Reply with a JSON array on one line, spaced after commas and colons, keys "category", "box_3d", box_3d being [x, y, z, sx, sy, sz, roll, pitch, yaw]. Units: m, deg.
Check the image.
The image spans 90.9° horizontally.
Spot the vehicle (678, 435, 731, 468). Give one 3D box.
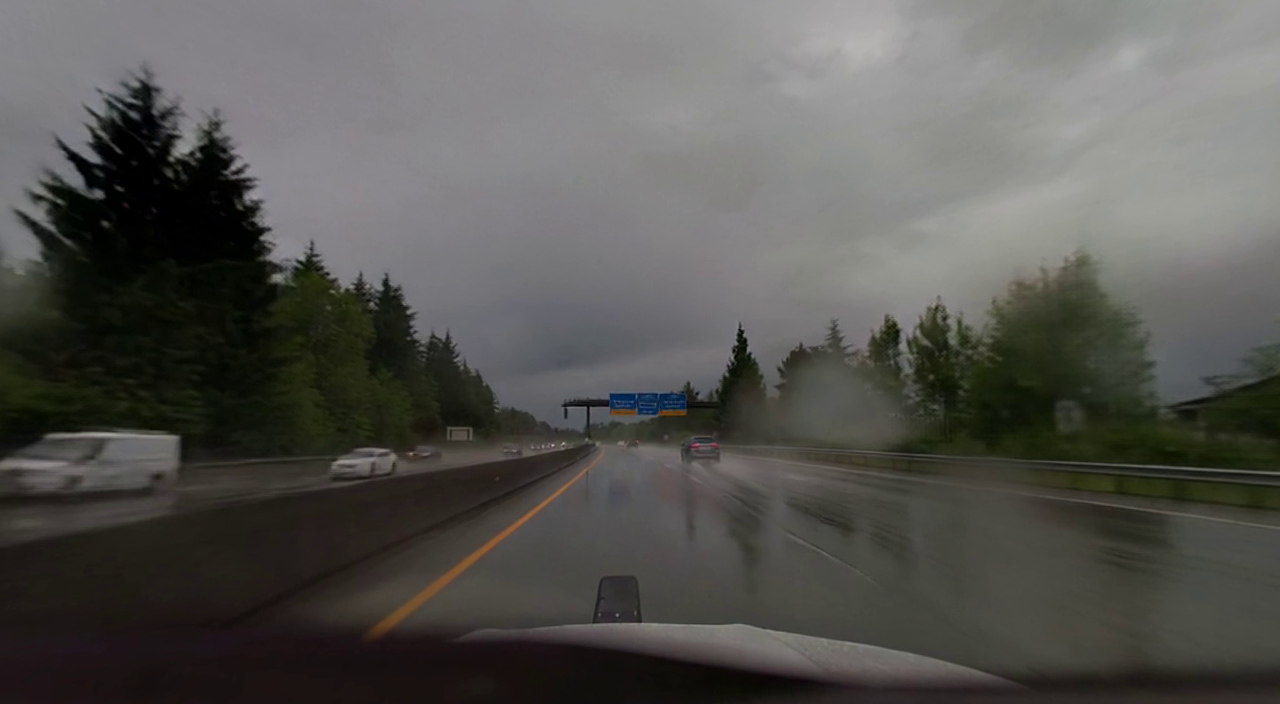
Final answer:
[{"category": "vehicle", "box_3d": [3.139, 4.922, 31.504, 1.958, 1.526, 4.227, 1, -8, -3]}]

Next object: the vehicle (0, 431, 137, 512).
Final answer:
[{"category": "vehicle", "box_3d": [-16.874, 3.207, 17.486, 2.003, 1.981, 4.635, 0, -8, -1]}]

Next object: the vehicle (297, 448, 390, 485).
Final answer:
[{"category": "vehicle", "box_3d": [-13.067, 5.043, 28.155, 1.944, 1.446, 4.786, 0, -8, -2]}]
